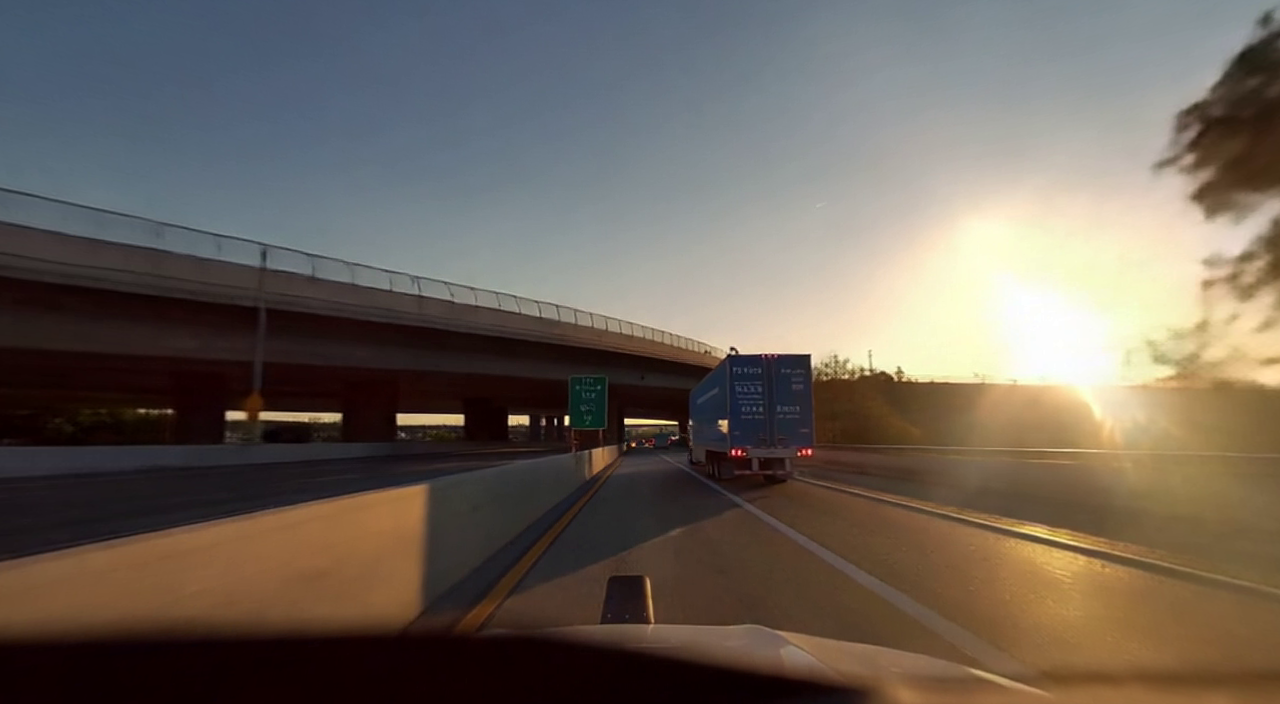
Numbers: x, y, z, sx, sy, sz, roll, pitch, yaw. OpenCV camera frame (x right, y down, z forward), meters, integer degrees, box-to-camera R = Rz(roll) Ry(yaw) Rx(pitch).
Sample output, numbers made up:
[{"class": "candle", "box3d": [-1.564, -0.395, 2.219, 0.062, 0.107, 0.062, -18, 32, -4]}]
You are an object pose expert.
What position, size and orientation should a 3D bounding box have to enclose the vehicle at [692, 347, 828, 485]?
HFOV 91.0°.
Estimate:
[{"class": "vehicle", "box3d": [4.101, 2.873, 25.661, 3.006, 4.093, 14.142, 0, -8, 1]}]
